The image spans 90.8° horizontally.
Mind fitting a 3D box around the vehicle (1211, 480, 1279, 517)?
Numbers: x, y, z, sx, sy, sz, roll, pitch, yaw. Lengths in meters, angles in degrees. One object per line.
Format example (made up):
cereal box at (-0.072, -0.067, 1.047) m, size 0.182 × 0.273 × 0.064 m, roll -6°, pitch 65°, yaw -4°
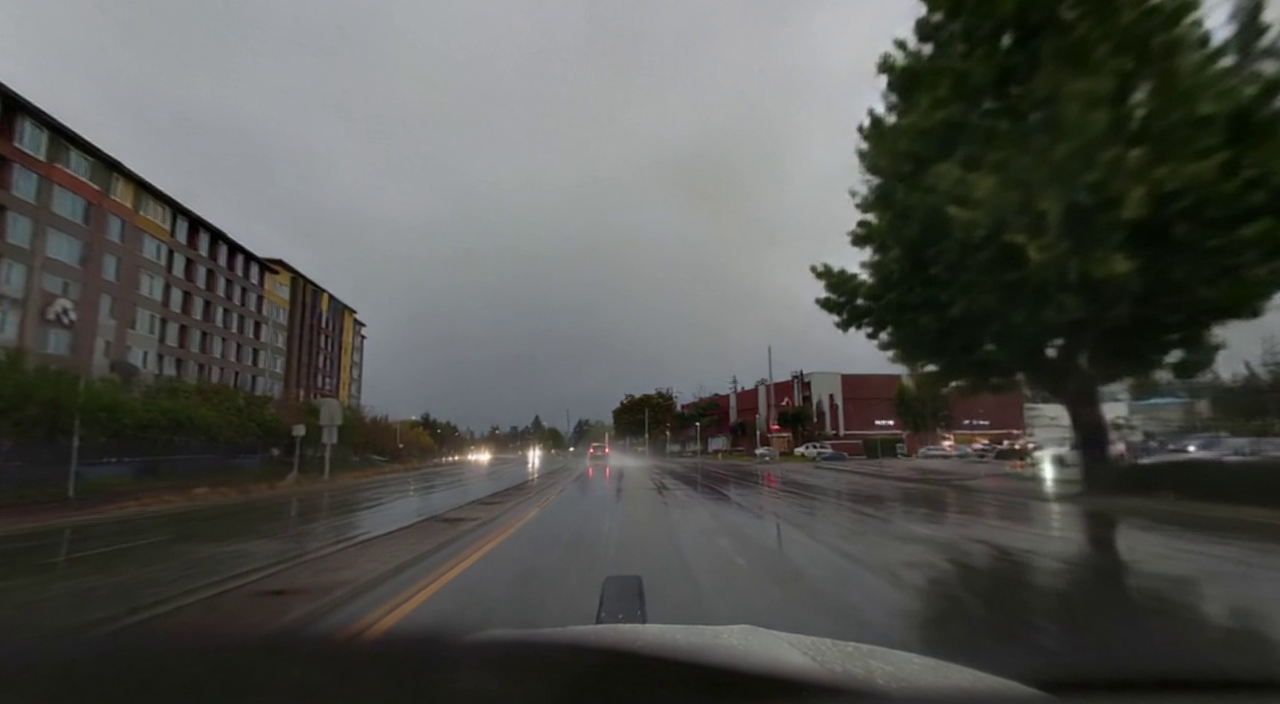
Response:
vehicle at (32.411, 7.469, 32.317) m, size 4.227 × 1.705 × 2.099 m, roll 0°, pitch -8°, yaw 2°
